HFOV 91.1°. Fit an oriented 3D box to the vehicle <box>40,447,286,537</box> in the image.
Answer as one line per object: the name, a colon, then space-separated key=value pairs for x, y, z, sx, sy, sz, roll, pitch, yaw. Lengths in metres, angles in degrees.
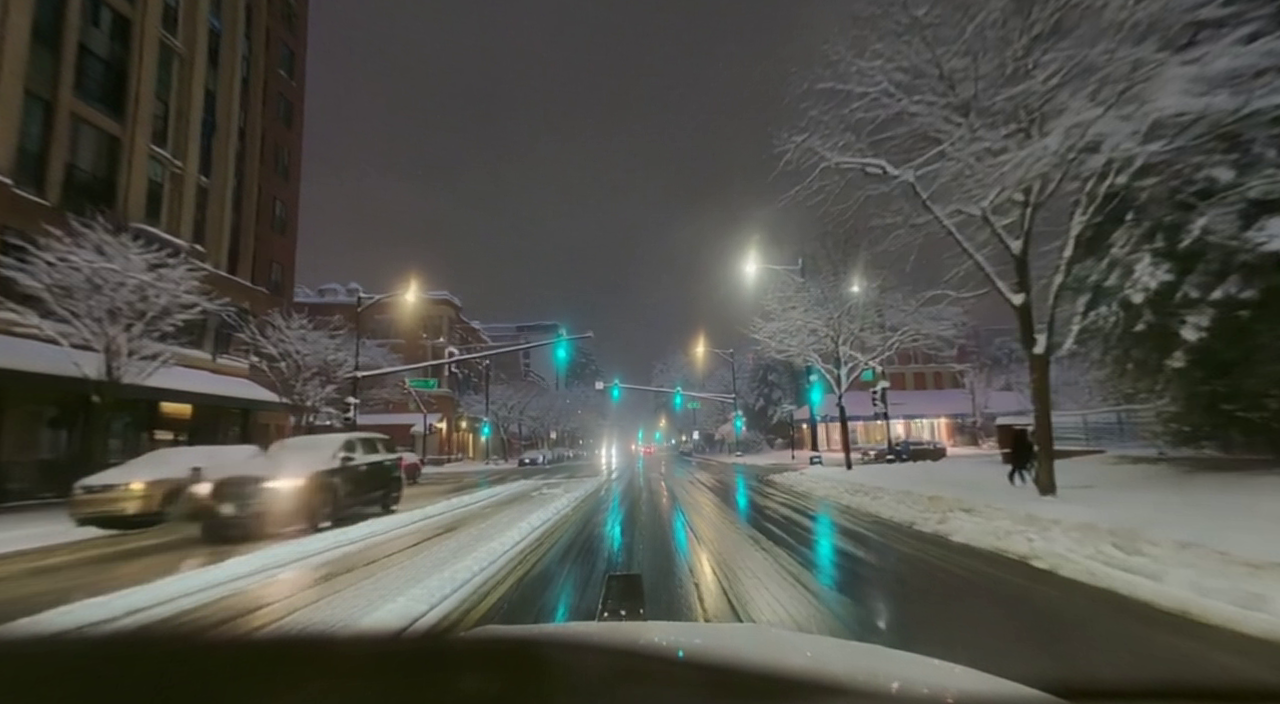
vehicle: x=-12.256 y=3.557 z=16.862 sx=2.126 sy=1.963 sz=5.547 roll=0 pitch=-9 yaw=2

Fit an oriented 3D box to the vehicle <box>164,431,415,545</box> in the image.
vehicle: x=-6.103 y=2.389 z=11.742 sx=2.128 sy=1.704 sz=4.343 roll=0 pitch=-9 yaw=1
